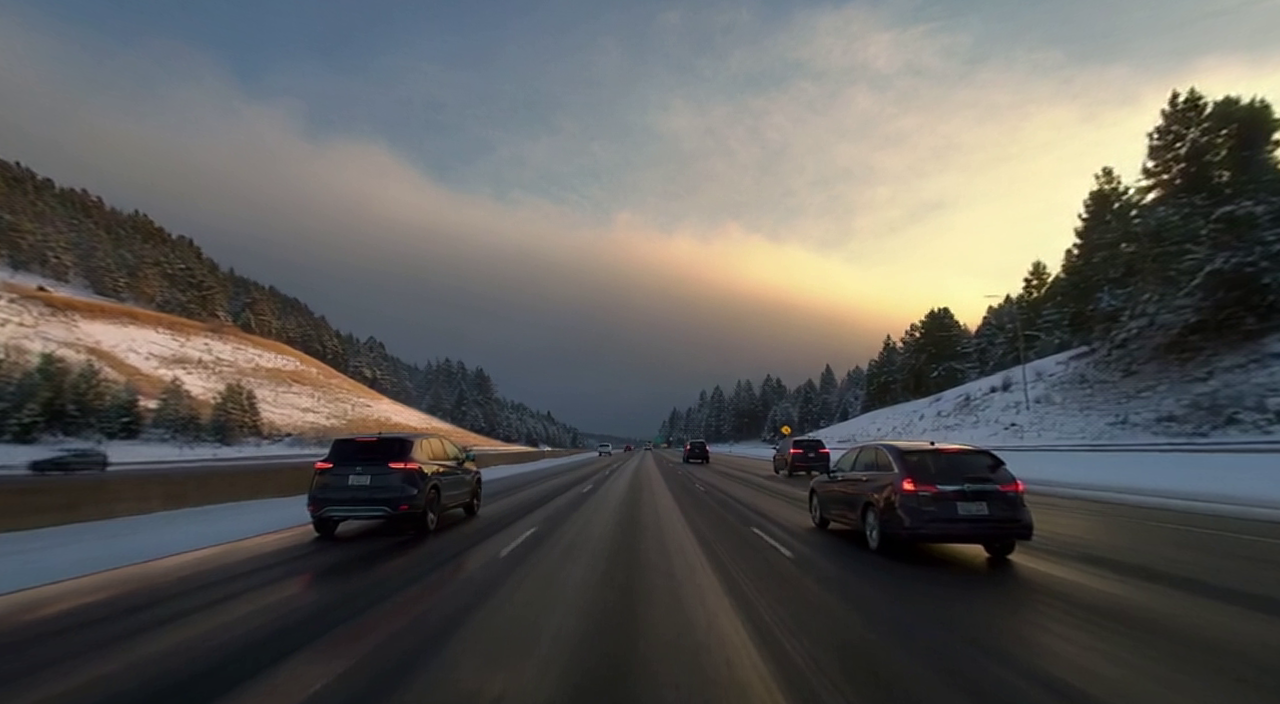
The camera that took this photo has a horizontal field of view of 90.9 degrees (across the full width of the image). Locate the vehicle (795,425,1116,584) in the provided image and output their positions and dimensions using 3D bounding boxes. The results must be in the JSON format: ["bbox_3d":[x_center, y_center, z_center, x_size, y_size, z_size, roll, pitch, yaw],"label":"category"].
[{"bbox_3d":[3.524,1.765,8.172,1.941,1.481,4.300,0,-8,0],"label":"vehicle"}]

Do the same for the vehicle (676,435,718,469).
[{"bbox_3d":[3.472,6.233,39.498,2.121,1.925,5.056,0,-8,0],"label":"vehicle"}]

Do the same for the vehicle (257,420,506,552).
[{"bbox_3d":[-3.801,2.046,10.360,2.166,1.672,4.388,0,-8,1],"label":"vehicle"}]
